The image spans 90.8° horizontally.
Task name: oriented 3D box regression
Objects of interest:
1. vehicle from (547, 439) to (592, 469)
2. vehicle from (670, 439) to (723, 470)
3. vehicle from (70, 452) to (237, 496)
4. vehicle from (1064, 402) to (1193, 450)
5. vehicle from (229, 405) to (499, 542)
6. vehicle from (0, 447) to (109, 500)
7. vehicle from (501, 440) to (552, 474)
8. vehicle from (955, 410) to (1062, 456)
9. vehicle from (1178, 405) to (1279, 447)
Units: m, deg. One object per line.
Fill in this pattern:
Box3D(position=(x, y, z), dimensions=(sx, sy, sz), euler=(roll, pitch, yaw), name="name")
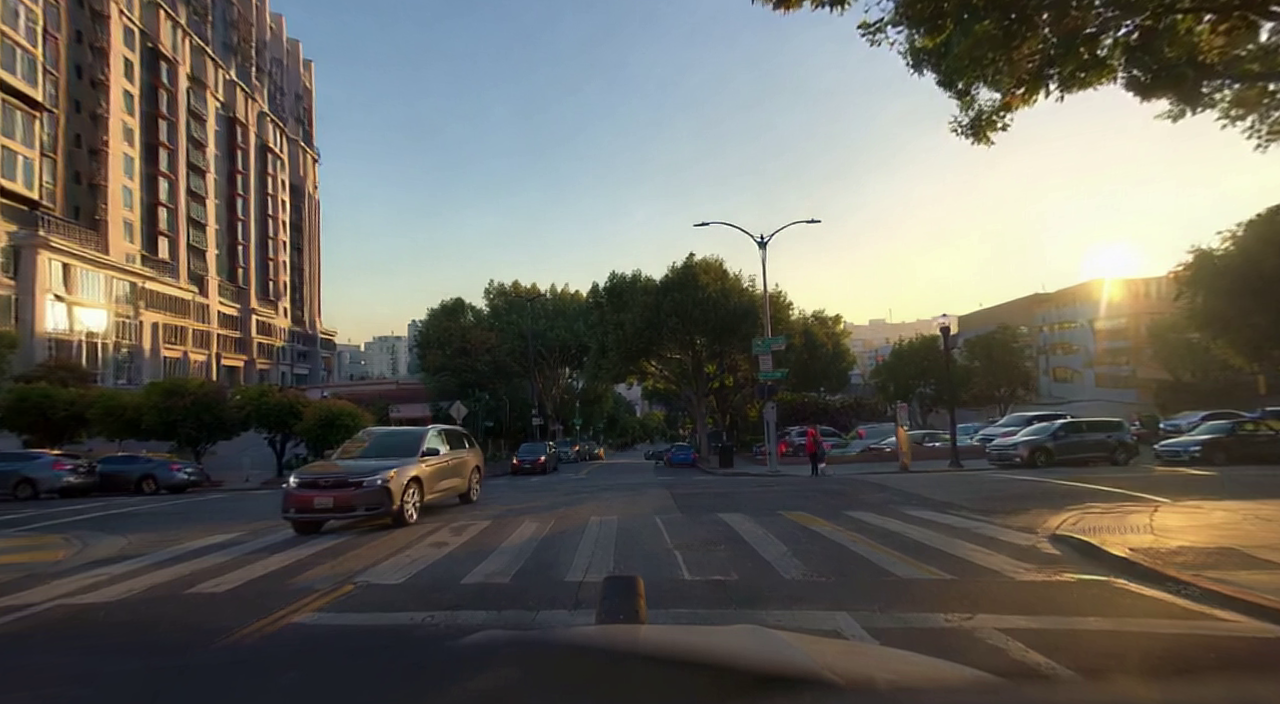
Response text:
Box3D(position=(-4.360, 6.380, 39.793), dimensions=(2.102, 1.768, 4.290), euler=(-1, -8, 3), name="vehicle")
Box3D(position=(3.246, 5.736, 35.542), dimensions=(1.942, 1.603, 3.785), euler=(-4, -9, 22), name="vehicle")
Box3D(position=(-17.263, 4.317, 22.581), dimensions=(4.439, 1.448, 1.793), euler=(0, -9, 0), name="vehicle")
Box3D(position=(22.380, 3.530, 29.296), dimensions=(2.137, 1.962, 4.988), euler=(-1, -9, 3), name="vehicle")
Box3D(position=(-4.760, 2.220, 12.317), dimensions=(2.395, 1.865, 5.982), euler=(-4, -8, 2), name="vehicle")
Box3D(position=(-22.351, 4.371, 22.701), dimensions=(4.591, 1.774, 2.018), euler=(0, -12, 1), name="vehicle")
Box3D(position=(-7.512, 7.034, 42.498), dimensions=(2.193, 1.814, 5.061), euler=(-9, -9, 0), name="vehicle")
Box3D(position=(16.817, 3.778, 29.156), dimensions=(2.041, 1.921, 4.574), euler=(0, -9, -2), name="vehicle")
Box3D(position=(27.892, 3.470, 29.050), dimensions=(1.894, 1.757, 4.692), euler=(0, -9, -3), name="vehicle")
